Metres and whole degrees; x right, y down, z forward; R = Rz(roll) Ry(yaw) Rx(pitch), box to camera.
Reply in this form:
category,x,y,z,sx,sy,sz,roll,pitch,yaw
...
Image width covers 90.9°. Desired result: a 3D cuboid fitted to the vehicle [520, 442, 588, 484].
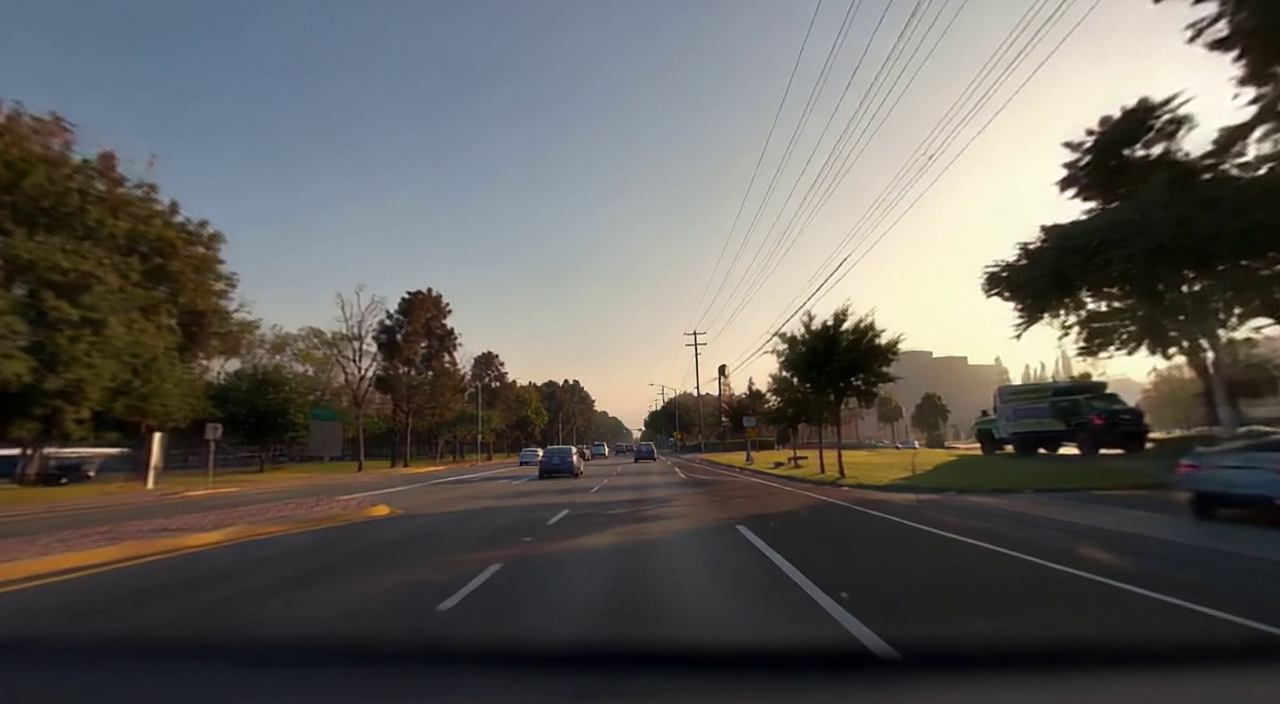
category,x,y,z,sx,sy,sz,roll,pitch,yaw
vehicle,-3.206,4.239,24.411,1.982,1.451,4.152,0,-9,1

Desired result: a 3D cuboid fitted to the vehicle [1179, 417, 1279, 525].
category,x,y,z,sx,sy,sz,roll,pitch,yaw
vehicle,11.108,1.874,10.171,4.420,1.541,2.062,5,-10,-28

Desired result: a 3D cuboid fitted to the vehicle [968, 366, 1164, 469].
category,x,y,z,sx,sy,sz,roll,pitch,yaw
vehicle,19.839,3.106,30.414,2.923,4.081,8.860,-3,-5,-1

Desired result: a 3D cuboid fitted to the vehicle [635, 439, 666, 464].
category,x,y,z,sx,sy,sz,roll,pitch,yaw
vehicle,0.775,7.361,46.811,2.155,1.781,3.977,0,-9,1
